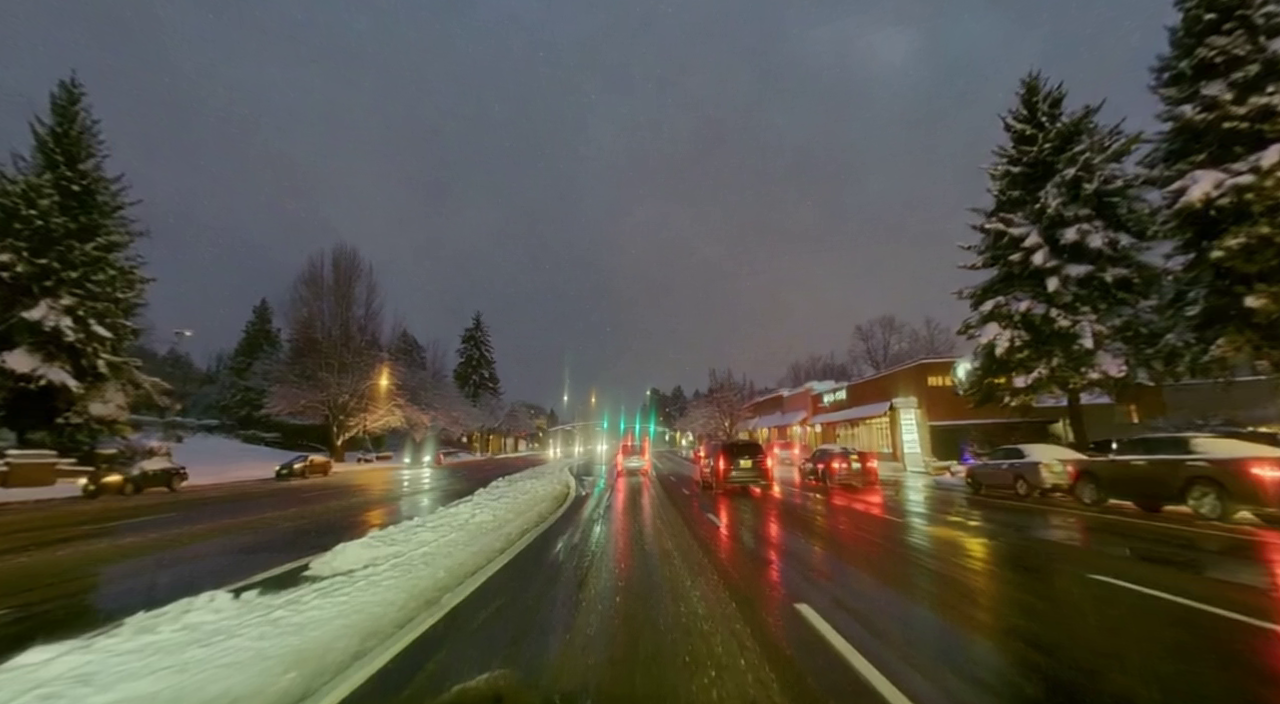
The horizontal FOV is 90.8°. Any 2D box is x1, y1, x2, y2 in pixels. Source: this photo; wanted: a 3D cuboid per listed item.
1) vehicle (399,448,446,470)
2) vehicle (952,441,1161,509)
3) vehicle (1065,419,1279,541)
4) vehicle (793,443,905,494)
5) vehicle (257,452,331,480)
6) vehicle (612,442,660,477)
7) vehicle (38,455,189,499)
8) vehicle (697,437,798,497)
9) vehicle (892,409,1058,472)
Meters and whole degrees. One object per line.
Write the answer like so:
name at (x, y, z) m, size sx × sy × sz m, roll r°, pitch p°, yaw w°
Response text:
vehicle at (-15.039, 7.384, 43.783) m, size 1.878 × 1.481 × 3.663 m, roll 0°, pitch -8°, yaw 1°
vehicle at (10.407, 3.071, 16.365) m, size 2.030 × 1.479 × 4.624 m, roll 1°, pitch -8°, yaw -4°
vehicle at (10.163, 2.141, 11.127) m, size 2.068 × 1.722 × 4.556 m, roll 0°, pitch -8°, yaw -1°
vehicle at (6.494, 3.649, 20.247) m, size 1.952 × 1.449 × 4.544 m, roll 0°, pitch -8°, yaw -1°
vehicle at (-20.383, 6.713, 37.444) m, size 1.925 × 1.454 × 4.529 m, roll 0°, pitch -8°, yaw -2°
vehicle at (-0.194, 4.967, 29.466) m, size 2.052 × 1.461 × 4.324 m, roll 0°, pitch -8°, yaw 0°
vehicle at (-20.386, 4.815, 24.796) m, size 1.914 × 1.471 × 4.640 m, roll 0°, pitch -8°, yaw 0°
vehicle at (3.036, 3.356, 18.868) m, size 2.072 × 1.545 × 4.578 m, roll 0°, pitch -8°, yaw -2°
vehicle at (17.523, 4.682, 33.427) m, size 7.127 × 3.093 × 2.760 m, roll 0°, pitch -8°, yaw 0°
